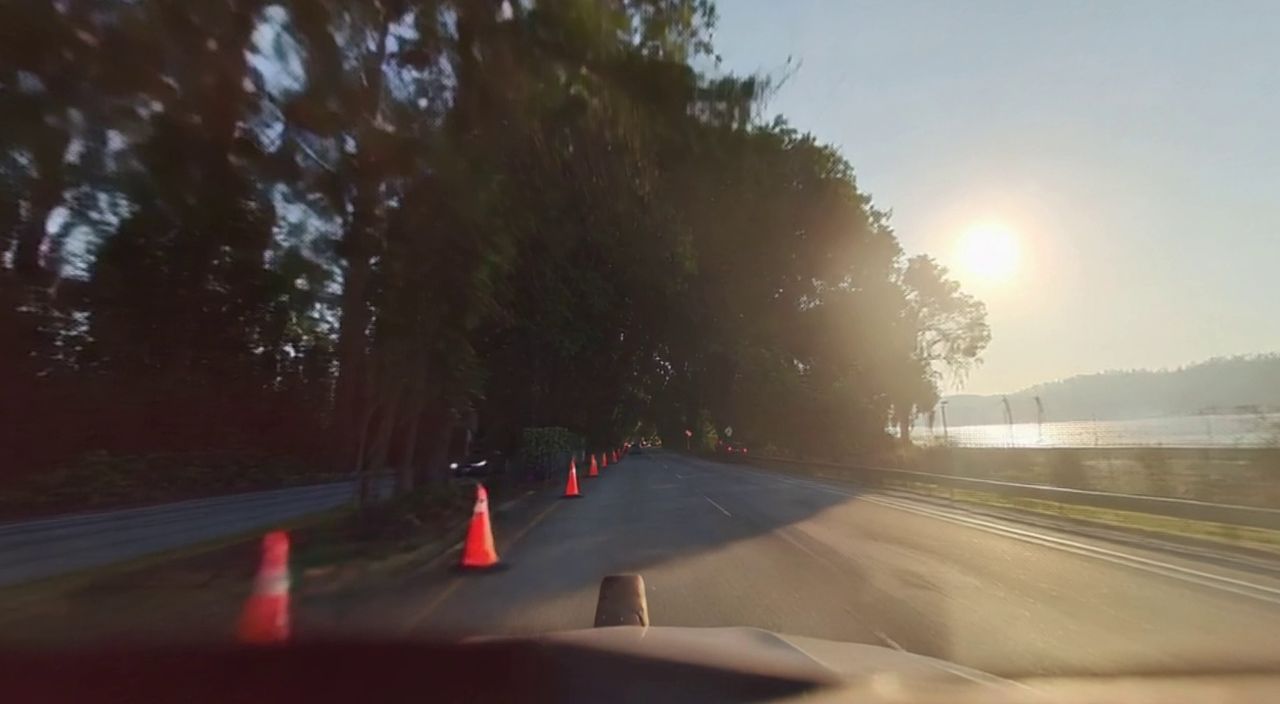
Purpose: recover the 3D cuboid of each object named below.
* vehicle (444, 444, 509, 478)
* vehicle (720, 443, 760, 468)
[{"bbox_3d":[-7.633,5.094,29.960,1.907,1.455,4.404,0,-8,0],"label":"vehicle"},{"bbox_3d":[6.265,6.538,40.038,1.904,1.470,4.583,-1,-8,2],"label":"vehicle"}]
